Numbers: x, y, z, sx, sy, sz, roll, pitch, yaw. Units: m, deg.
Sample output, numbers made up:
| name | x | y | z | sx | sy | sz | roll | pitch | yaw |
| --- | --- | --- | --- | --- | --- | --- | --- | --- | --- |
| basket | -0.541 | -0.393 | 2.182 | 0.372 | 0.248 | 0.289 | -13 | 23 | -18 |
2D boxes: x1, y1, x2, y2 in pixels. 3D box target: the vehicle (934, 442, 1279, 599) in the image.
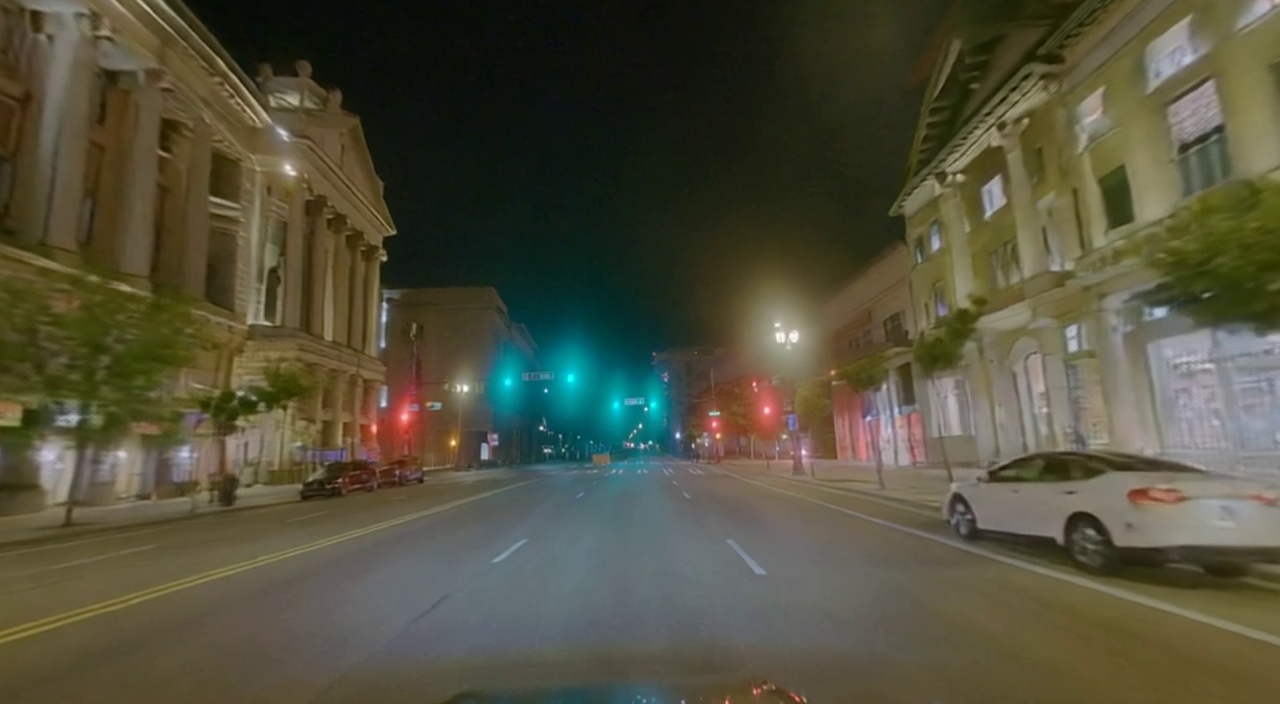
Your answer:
| name | x | y | z | sx | sy | sz | roll | pitch | yaw |
| --- | --- | --- | --- | --- | --- | --- | --- | --- | --- |
| vehicle | 6.081 | 1.937 | 8.328 | 2.091 | 1.445 | 4.678 | 0 | -9 | -1 |

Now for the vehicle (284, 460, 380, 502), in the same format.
| name | x | y | z | sx | sy | sz | roll | pitch | yaw |
| --- | --- | --- | --- | --- | --- | --- | --- | --- | --- |
| vehicle | -12.485 | 5.231 | 25.990 | 1.767 | 1.455 | 4.389 | 0 | -9 | 0 |

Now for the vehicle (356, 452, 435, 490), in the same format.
| name | x | y | z | sx | sy | sz | roll | pitch | yaw |
| --- | --- | --- | --- | --- | --- | --- | --- | --- | --- |
| vehicle | -12.641 | 6.148 | 33.102 | 2.011 | 1.668 | 5.474 | -1 | -8 | -1 |

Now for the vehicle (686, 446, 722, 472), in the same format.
| name | x | y | z | sx | sy | sz | roll | pitch | yaw |
| --- | --- | --- | --- | --- | --- | --- | --- | --- | --- |
| vehicle | 4.040 | 6.651 | 39.533 | 2.085 | 1.530 | 4.125 | -1 | -9 | 7 |
